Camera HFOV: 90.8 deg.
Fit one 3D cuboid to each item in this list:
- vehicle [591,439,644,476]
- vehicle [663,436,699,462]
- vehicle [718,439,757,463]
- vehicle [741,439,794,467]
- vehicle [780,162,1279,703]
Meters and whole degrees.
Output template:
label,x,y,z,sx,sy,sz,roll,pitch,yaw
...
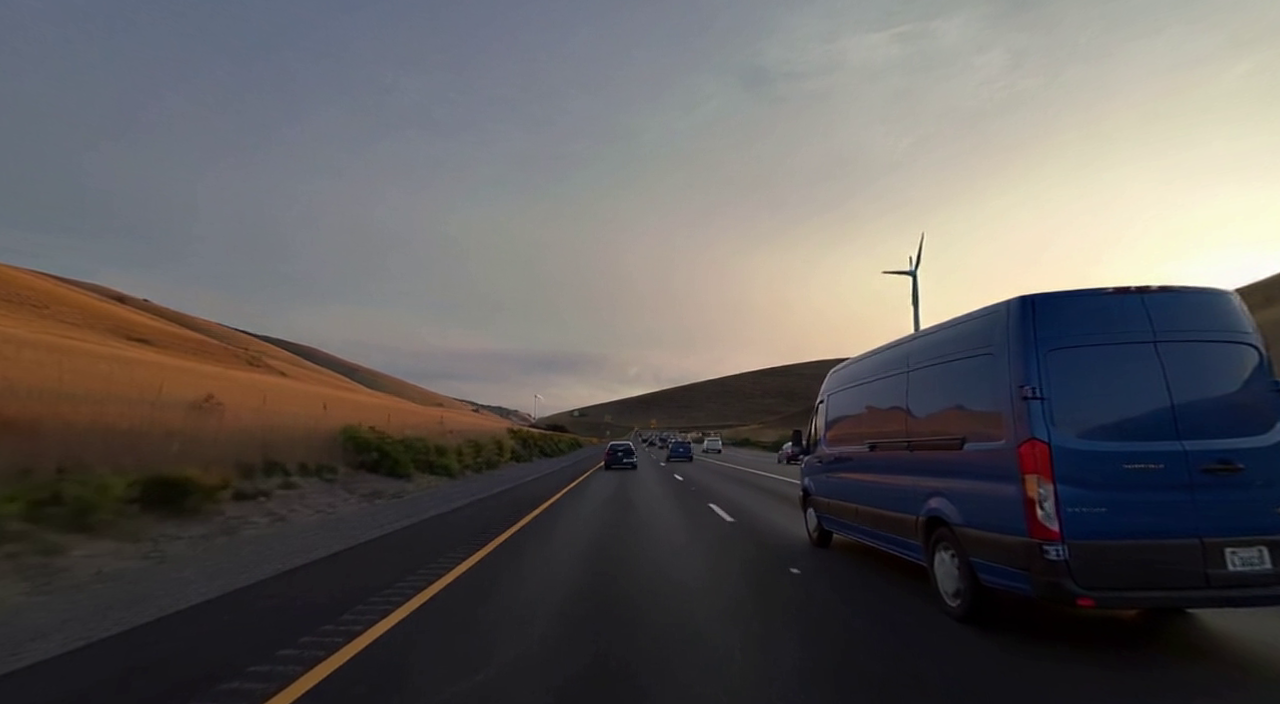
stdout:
label,x,y,z,sx,sy,sz,roll,pitch,yaw
vehicle,-0.893,4.399,26.572,2.082,1.445,3.826,0,-8,0
vehicle,2.744,6.629,43.283,2.108,1.717,3.996,0,-8,-2
vehicle,6.480,6.644,42.588,1.850,1.475,4.460,0,-8,-1
vehicle,6.940,5.554,34.912,1.858,1.475,4.421,0,-8,-2
vehicle,3.122,0.825,5.658,2.365,2.630,5.754,0,-8,0
